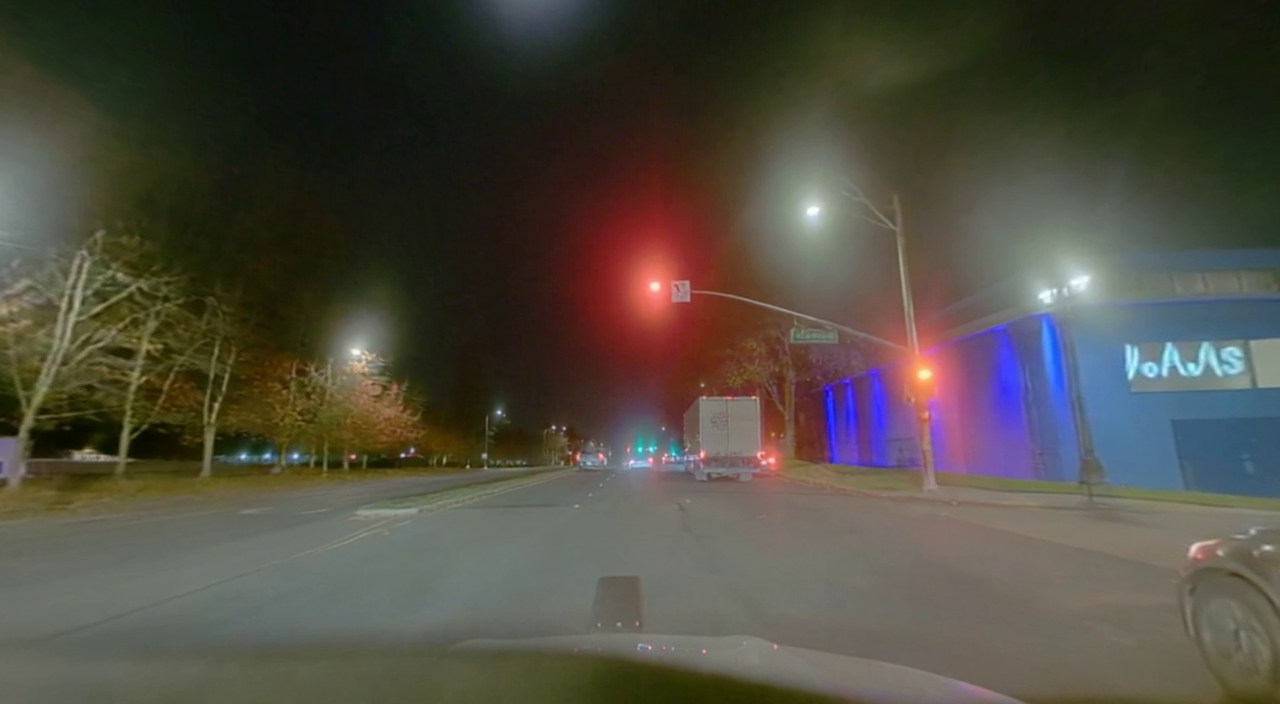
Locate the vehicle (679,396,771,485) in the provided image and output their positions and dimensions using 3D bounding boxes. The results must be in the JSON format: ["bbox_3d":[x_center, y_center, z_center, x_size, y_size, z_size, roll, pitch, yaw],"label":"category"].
[{"bbox_3d":[3.885,4.513,31.797,3.003,3.680,10.684,0,-9,-1],"label":"vehicle"}]

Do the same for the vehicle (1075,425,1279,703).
[{"bbox_3d":[3.745,0.848,1.497,1.915,1.449,4.970,-1,-9,1],"label":"vehicle"}]

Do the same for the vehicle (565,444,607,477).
[{"bbox_3d":[-3.218,6.618,38.551,2.035,1.867,4.607,-1,-9,1],"label":"vehicle"}]

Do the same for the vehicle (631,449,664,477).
[{"bbox_3d":[0.428,6.658,37.939,1.846,1.528,4.348,-1,-9,0],"label":"vehicle"}]
